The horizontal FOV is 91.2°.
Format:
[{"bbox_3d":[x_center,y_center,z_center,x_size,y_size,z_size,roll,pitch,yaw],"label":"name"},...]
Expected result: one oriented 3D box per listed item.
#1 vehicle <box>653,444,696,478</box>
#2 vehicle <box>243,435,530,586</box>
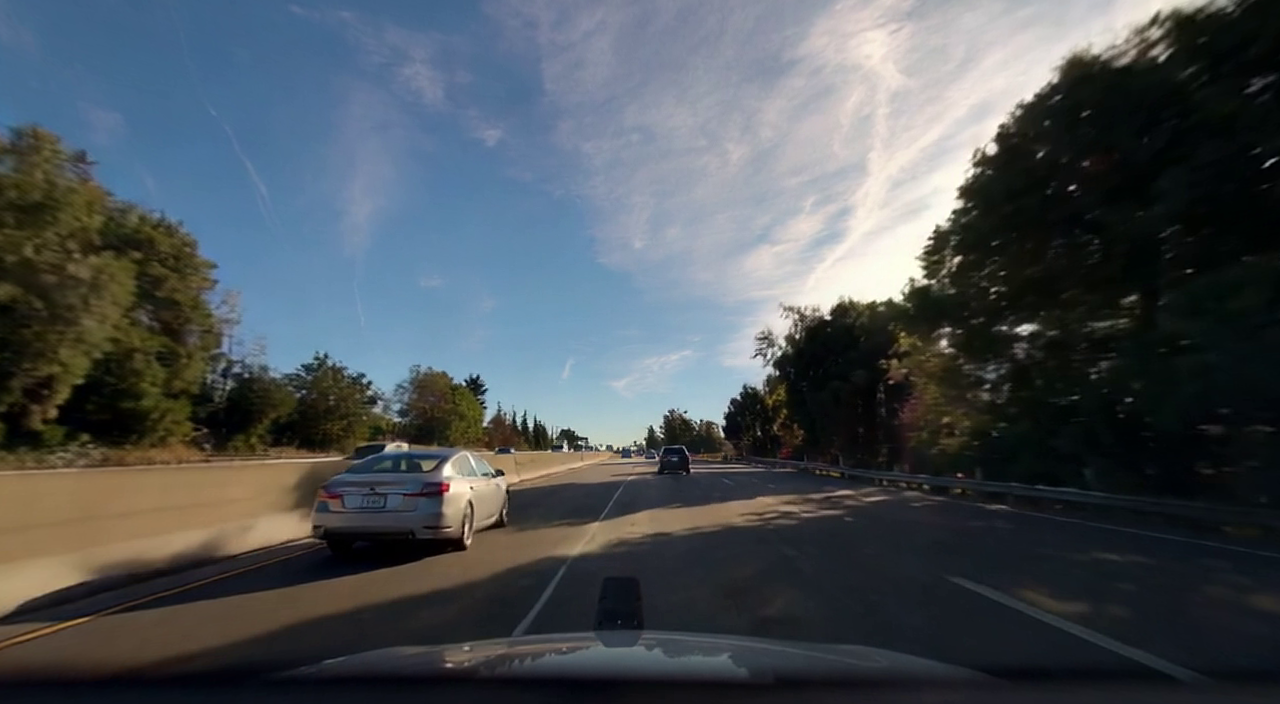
[{"bbox_3d":[1.643,5.344,30.920,1.910,1.554,3.718,0,-9,0],"label":"vehicle"},{"bbox_3d":[-2.899,1.900,8.377,2.013,1.479,4.169,0,-9,1],"label":"vehicle"}]
